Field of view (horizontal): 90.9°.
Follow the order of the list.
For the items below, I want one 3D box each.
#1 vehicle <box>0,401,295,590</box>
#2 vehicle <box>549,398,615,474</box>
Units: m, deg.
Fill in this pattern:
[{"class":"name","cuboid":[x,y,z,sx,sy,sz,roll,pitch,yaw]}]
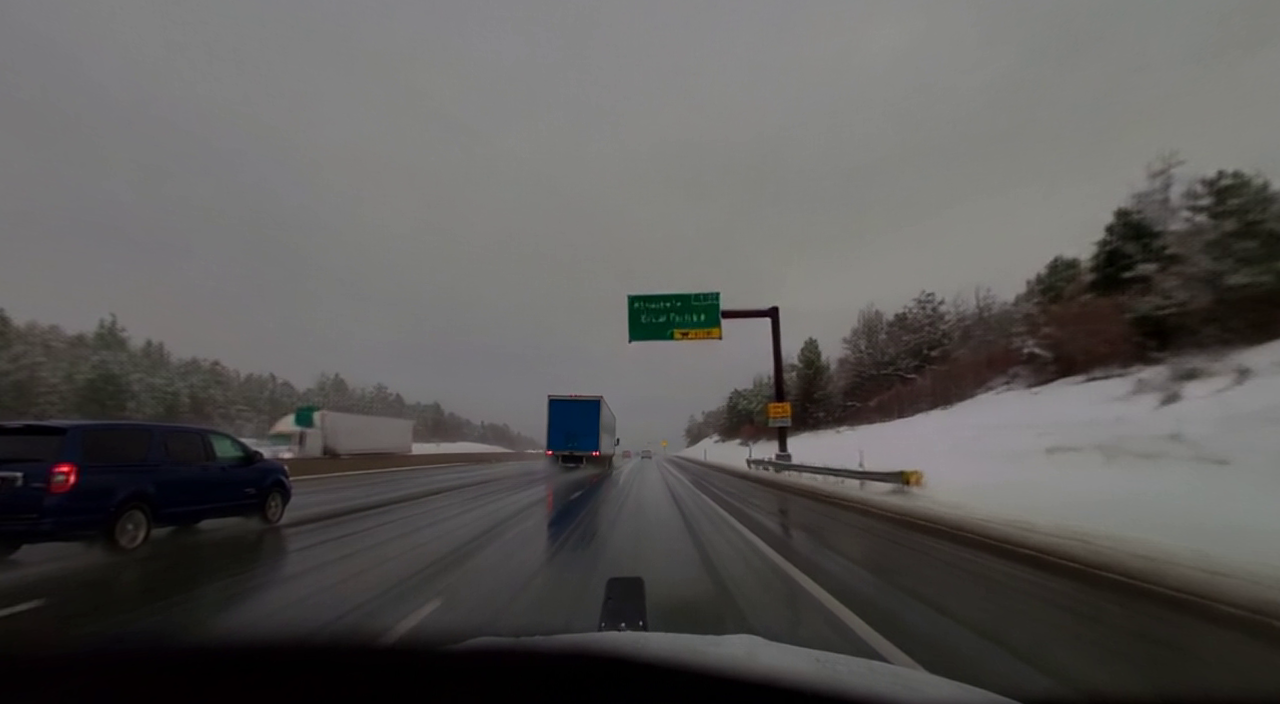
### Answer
[{"class":"vehicle","cuboid":[-7.404,1.793,8.806,2.175,1.860,5.236,0,-8,0]},{"class":"vehicle","cuboid":[-3.445,5.643,41.750,2.893,4.073,15.281,0,-8,0]}]
